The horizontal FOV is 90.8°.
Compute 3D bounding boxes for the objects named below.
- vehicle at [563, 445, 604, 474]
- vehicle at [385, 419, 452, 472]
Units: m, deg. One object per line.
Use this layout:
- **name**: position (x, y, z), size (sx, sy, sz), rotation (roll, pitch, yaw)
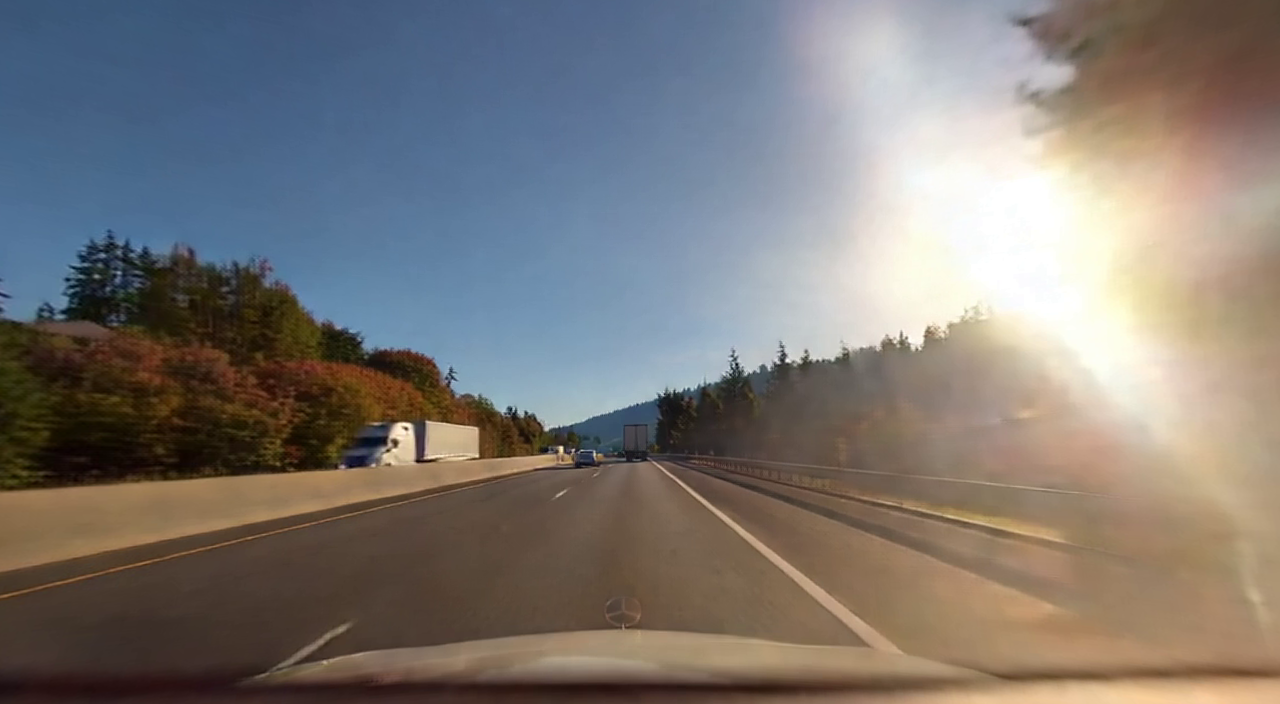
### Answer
- **vehicle**: position (-3.396, 6.573, 38.850), size (2.081, 1.682, 4.425), rotation (0, -9, 0)
- **vehicle**: position (-17.231, 7.348, 49.479), size (3.005, 3.872, 5.858), rotation (0, -9, 0)
